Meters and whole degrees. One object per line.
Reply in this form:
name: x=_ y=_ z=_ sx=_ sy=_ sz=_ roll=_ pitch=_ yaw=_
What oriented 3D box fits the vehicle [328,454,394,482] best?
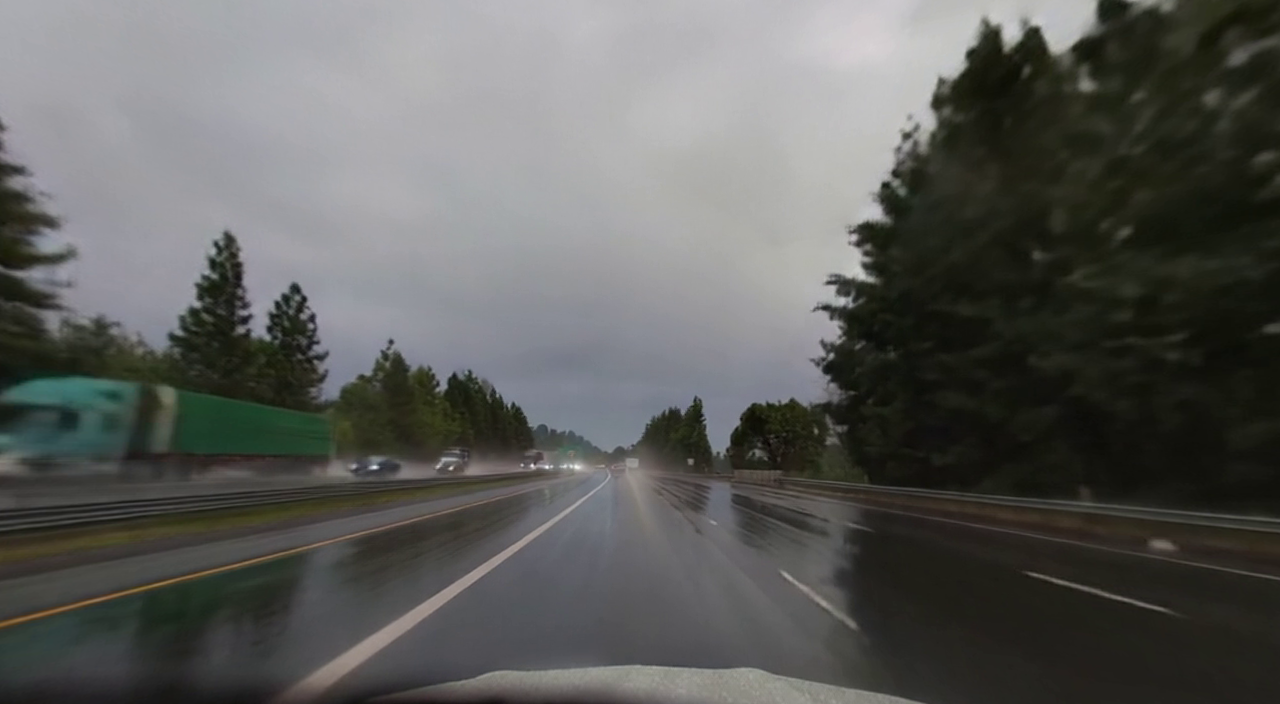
vehicle: x=-16.172 y=6.783 z=36.812 sx=1.802 sy=1.466 sz=4.561 roll=1 pitch=-10 yaw=-1

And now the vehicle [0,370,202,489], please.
vehicle: x=-20.513 y=3.120 z=24.143 sx=2.999 sy=3.965 sz=5.891 roll=1 pitch=-10 yaw=-1

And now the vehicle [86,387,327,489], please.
vehicle: x=-20.725 y=4.665 z=32.104 sx=2.857 sy=4.033 sz=13.842 roll=1 pitch=-10 yaw=-2
